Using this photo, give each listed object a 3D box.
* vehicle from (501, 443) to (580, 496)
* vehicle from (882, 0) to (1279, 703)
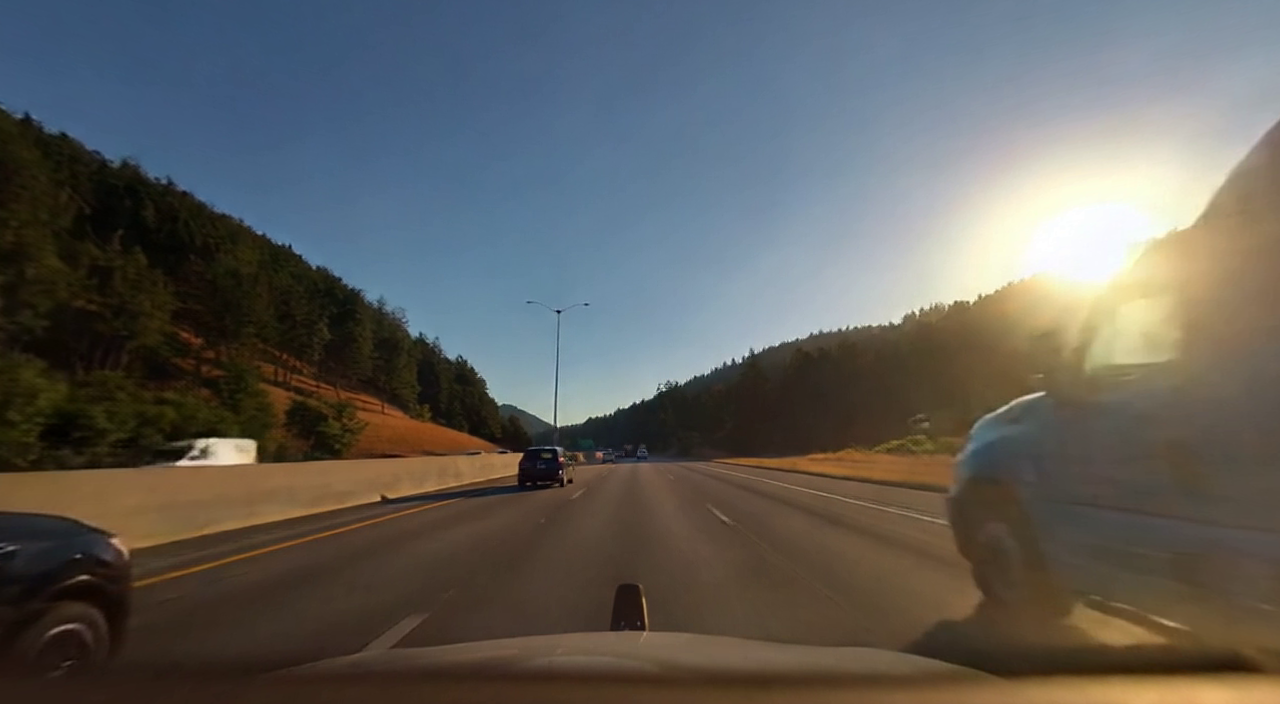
[{"bbox_3d":[-3.153,3.821,20.909,1.944,1.548,4.051,0,-9,0],"label":"vehicle"},{"bbox_3d":[3.986,-0.134,3.299,3.016,3.891,5.767,0,-9,0],"label":"vehicle"}]
